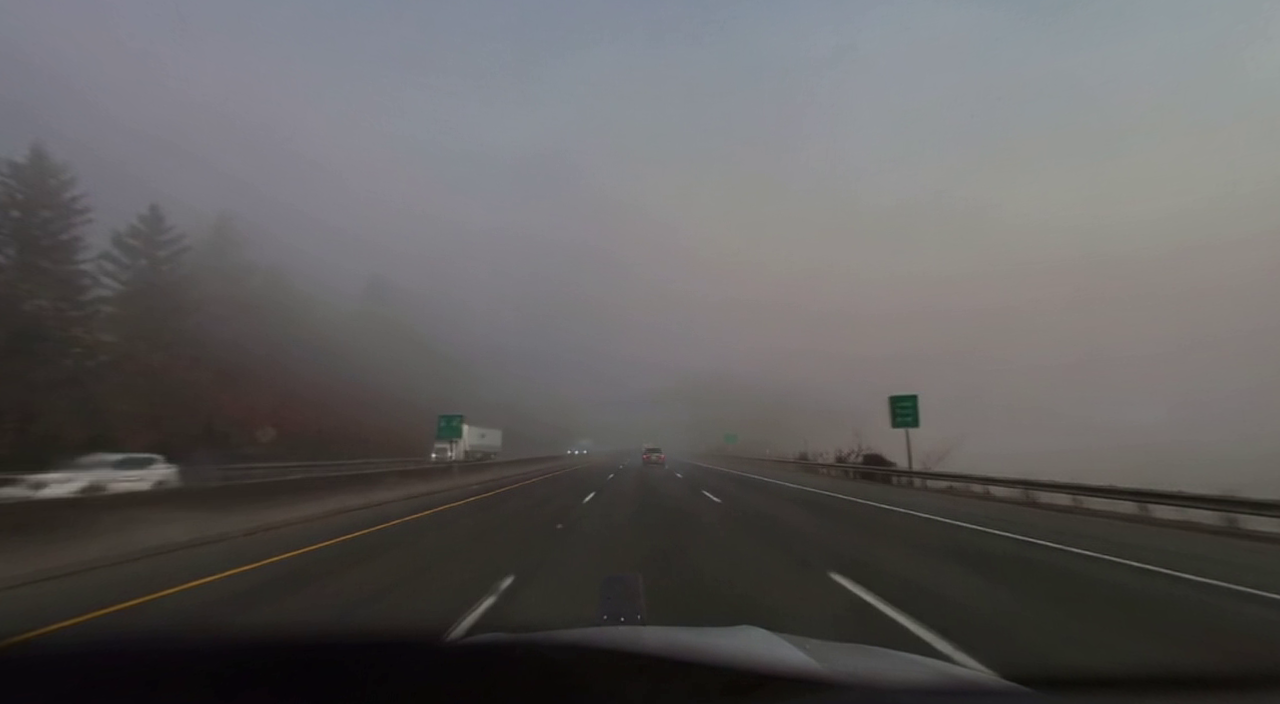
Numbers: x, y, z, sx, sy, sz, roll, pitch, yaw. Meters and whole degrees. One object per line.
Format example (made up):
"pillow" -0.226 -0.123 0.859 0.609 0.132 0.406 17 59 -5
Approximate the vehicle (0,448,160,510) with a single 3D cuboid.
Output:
"vehicle" -15.675 3.400 17.331 1.798 1.466 3.951 0 -9 0

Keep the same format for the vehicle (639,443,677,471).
"vehicle" 1.063 6.612 39.696 2.231 1.652 4.503 0 -9 -1
